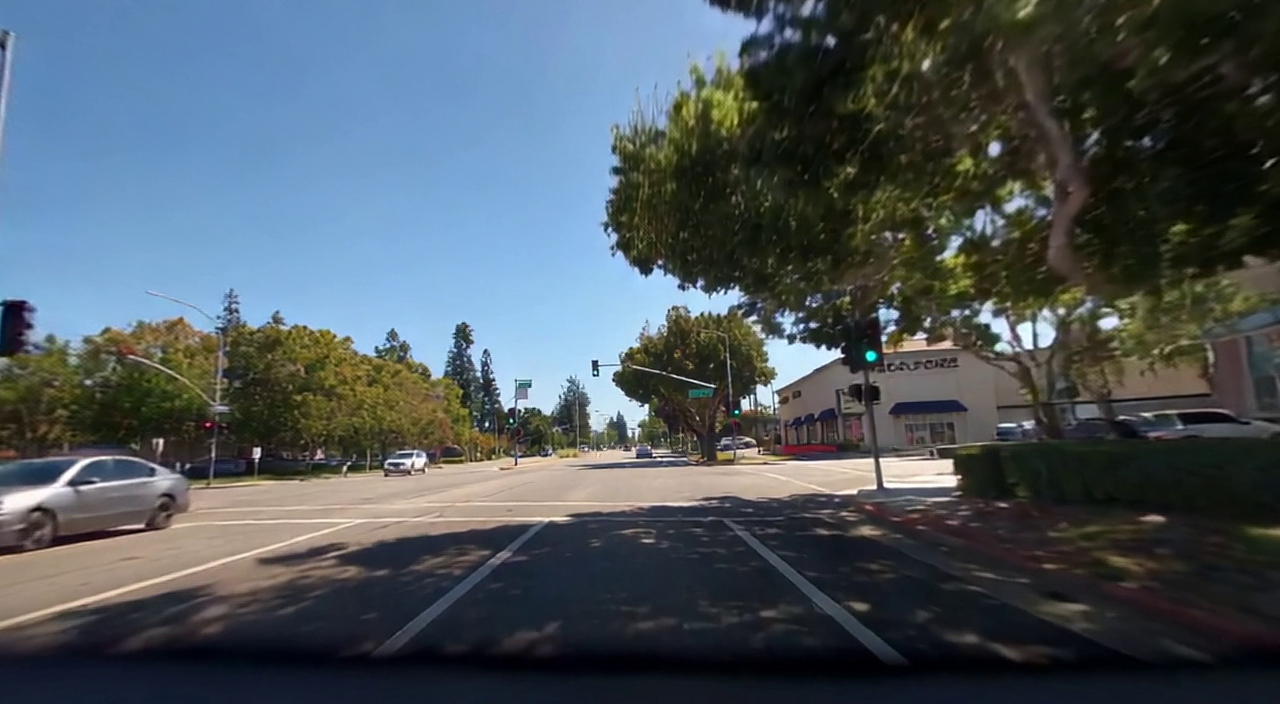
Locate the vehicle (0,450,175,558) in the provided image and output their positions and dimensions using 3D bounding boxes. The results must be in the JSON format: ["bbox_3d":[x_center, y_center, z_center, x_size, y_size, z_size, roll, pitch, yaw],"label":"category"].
[{"bbox_3d":[-10.444,2.421,10.435,2.121,1.543,4.349,0,-8,1],"label":"vehicle"}]

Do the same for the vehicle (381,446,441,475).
[{"bbox_3d":[-15.385,7.287,42.797,2.071,1.800,4.954,-1,-8,2],"label":"vehicle"}]
